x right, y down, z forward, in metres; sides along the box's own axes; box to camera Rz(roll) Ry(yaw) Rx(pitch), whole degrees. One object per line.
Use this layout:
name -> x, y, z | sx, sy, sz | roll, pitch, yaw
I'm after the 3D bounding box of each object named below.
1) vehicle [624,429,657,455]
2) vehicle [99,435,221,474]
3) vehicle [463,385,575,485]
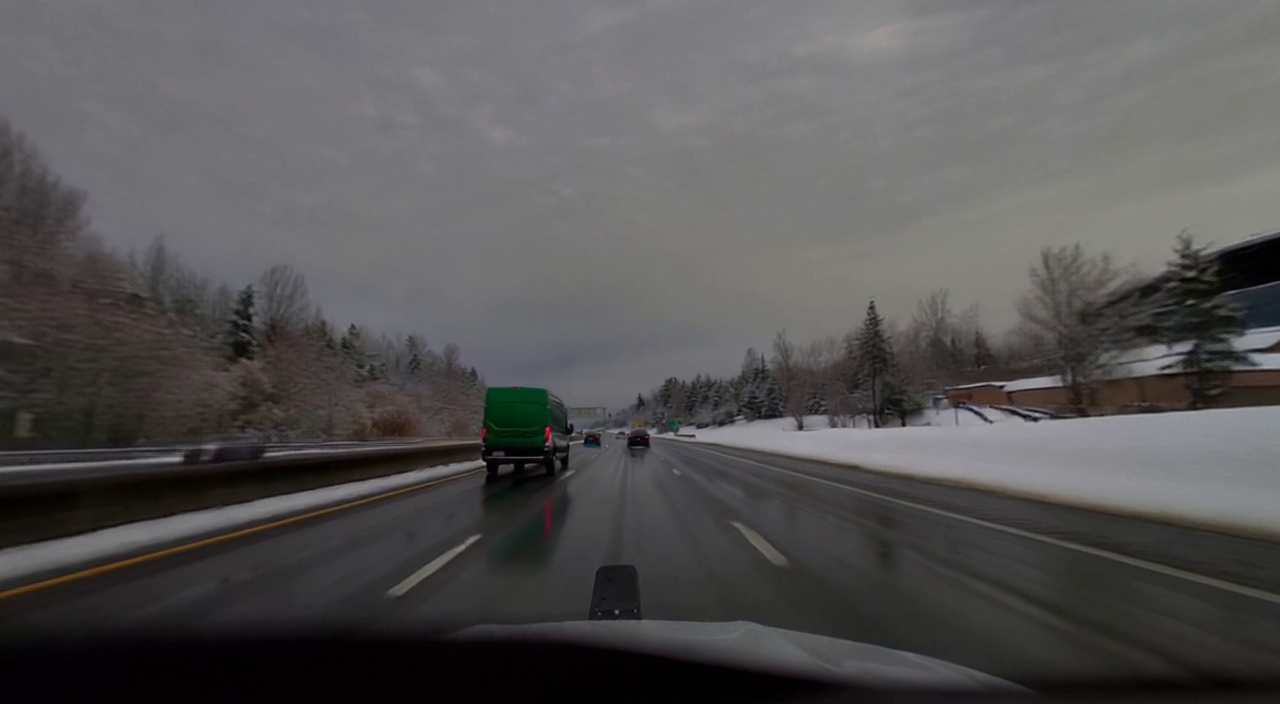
vehicle -> 0.007, 6.157, 43.075 | 2.104, 1.646, 4.176 | 0, -8, -1
vehicle -> -20.826, 4.445, 27.626 | 1.924, 1.562, 4.340 | 0, -8, 0
vehicle -> -3.448, 2.559, 19.406 | 2.424, 2.577, 5.828 | 0, -8, -1
